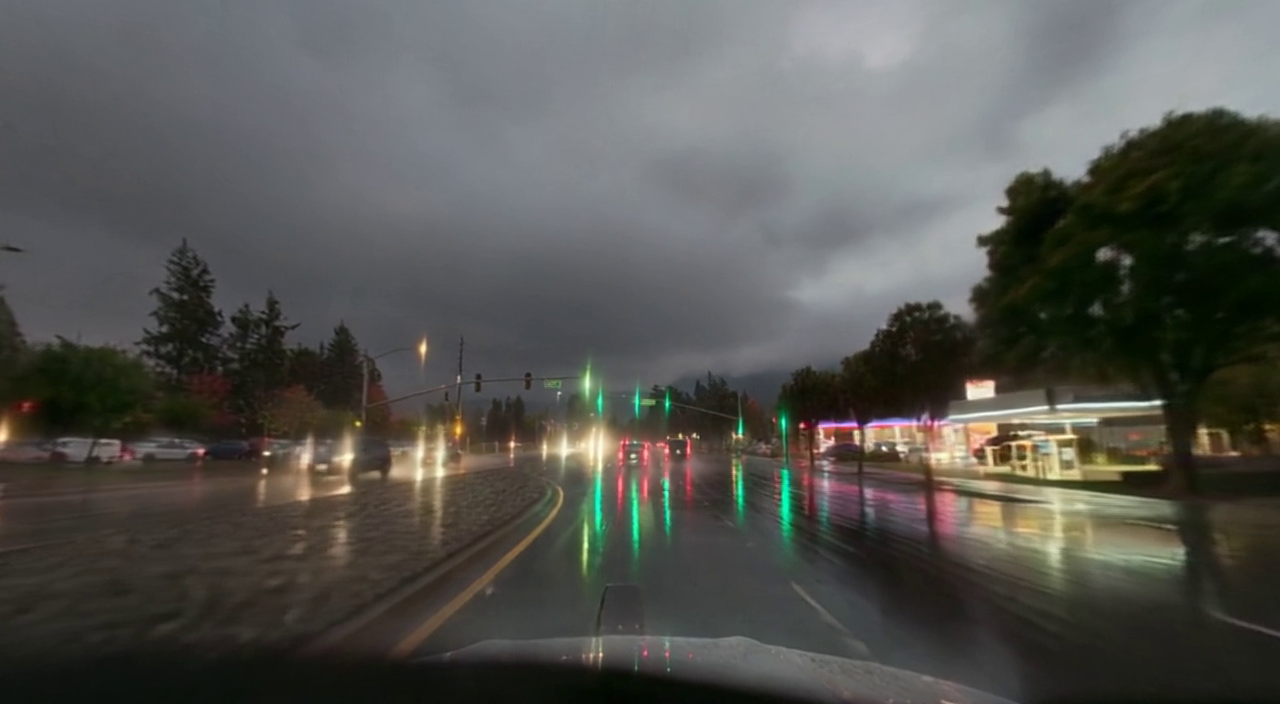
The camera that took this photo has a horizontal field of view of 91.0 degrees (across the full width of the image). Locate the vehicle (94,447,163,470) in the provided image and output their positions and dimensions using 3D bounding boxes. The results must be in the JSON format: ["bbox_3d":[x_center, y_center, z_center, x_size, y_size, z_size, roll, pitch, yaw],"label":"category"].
[{"bbox_3d":[-37.402,7.774,46.105,1.792,1.596,3.794,0,-9,0],"label":"vehicle"}]

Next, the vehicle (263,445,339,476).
[{"bbox_3d":[-19.143,6.117,35.752,1.920,1.638,4.299,0,-8,0],"label":"vehicle"}]

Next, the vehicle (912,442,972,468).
[{"bbox_3d":[20.270,6.904,42.432,1.950,1.519,4.860,-4,-9,5],"label":"vehicle"}]

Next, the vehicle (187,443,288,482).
[{"bbox_3d":[-19.163,5.265,30.220,1.967,1.680,4.396,-1,-9,-1],"label":"vehicle"}]

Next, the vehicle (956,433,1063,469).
[{"bbox_3d":[20.437,5.544,35.255,2.254,1.804,5.953,-1,-9,-1],"label":"vehicle"}]

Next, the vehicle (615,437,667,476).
[{"bbox_3d":[0.025,4.592,27.888,2.145,1.572,4.021,0,-8,-1],"label":"vehicle"}]

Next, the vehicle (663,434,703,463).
[{"bbox_3d":[3.348,7.663,49.994,2.731,2.101,6.047,0,-8,0],"label":"vehicle"}]

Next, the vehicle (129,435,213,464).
[{"bbox_3d":[-34.583,7.216,46.605,2.255,1.981,5.020,0,-9,1],"label":"vehicle"}]
